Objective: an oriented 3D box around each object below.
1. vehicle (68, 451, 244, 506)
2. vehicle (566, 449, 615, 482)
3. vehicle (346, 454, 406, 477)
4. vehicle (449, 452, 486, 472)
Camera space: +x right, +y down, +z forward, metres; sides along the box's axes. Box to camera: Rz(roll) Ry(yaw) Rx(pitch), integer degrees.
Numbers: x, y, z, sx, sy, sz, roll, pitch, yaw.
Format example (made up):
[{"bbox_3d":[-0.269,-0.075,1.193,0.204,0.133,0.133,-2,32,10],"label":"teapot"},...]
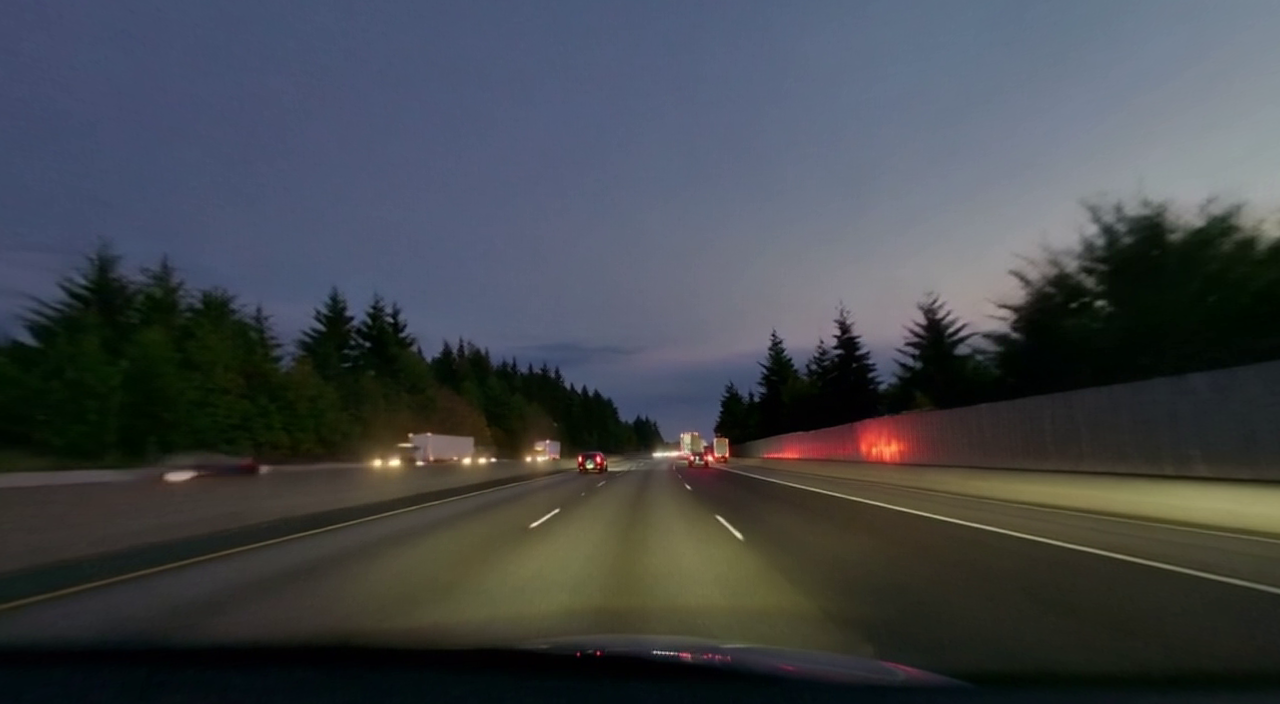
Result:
[{"bbox_3d":[-14.402,3.756,19.144,1.795,1.449,4.364,0,-9,1],"label":"vehicle"},{"bbox_3d":[-2.348,5.551,31.158,2.035,1.513,4.272,0,-9,1],"label":"vehicle"},{"bbox_3d":[-17.706,7.602,42.481,1.959,1.448,4.503,0,-9,2],"label":"vehicle"},{"bbox_3d":[-13.336,8.512,48.991,1.728,1.475,3.566,-1,-9,3],"label":"vehicle"}]
